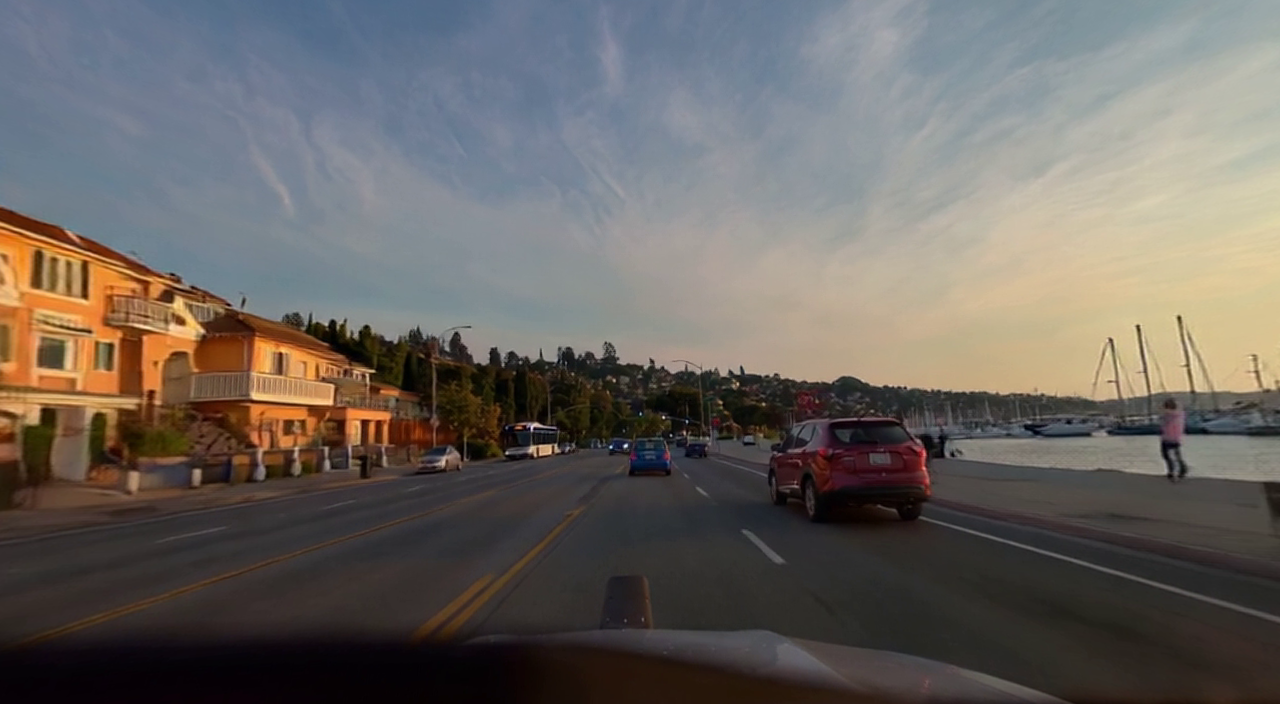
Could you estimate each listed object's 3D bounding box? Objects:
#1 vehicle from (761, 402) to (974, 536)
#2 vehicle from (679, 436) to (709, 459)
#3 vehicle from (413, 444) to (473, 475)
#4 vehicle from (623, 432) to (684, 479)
[{"bbox_3d":[3.536,1.925,10.870,2.000,1.809,4.405,0,-8,0],"label":"vehicle"},{"bbox_3d":[4.092,7.309,48.300,1.876,1.626,3.851,0,-8,-1],"label":"vehicle"},{"bbox_3d":[-10.211,5.585,32.906,1.731,1.489,3.841,-1,-8,3],"label":"vehicle"},{"bbox_3d":[0.468,3.948,24.155,2.132,1.632,3.838,0,-8,0],"label":"vehicle"}]
